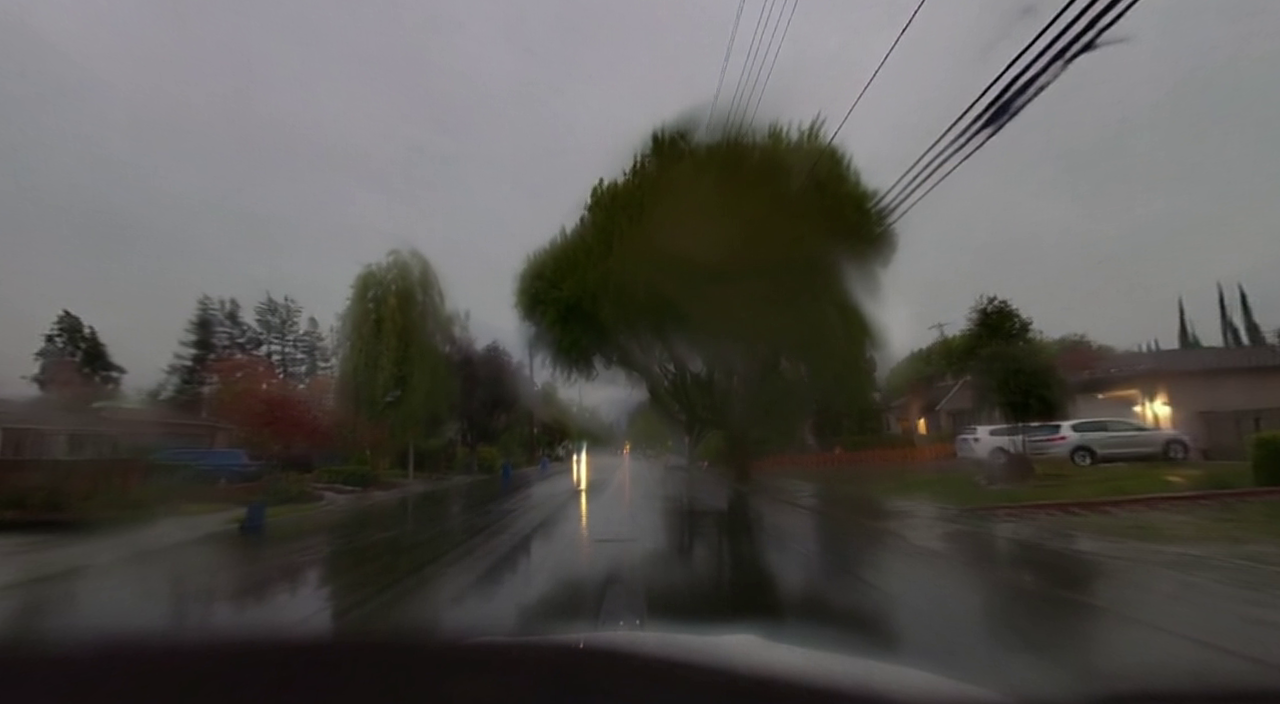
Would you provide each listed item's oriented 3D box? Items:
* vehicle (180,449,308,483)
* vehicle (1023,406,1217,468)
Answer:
[{"bbox_3d":[-17.919,5.138,28.727,4.519,1.426,1.903,9,-12,-43],"label":"vehicle"},{"bbox_3d":[15.193,2.736,20.182,4.562,1.832,1.987,1,-9,-3],"label":"vehicle"}]
